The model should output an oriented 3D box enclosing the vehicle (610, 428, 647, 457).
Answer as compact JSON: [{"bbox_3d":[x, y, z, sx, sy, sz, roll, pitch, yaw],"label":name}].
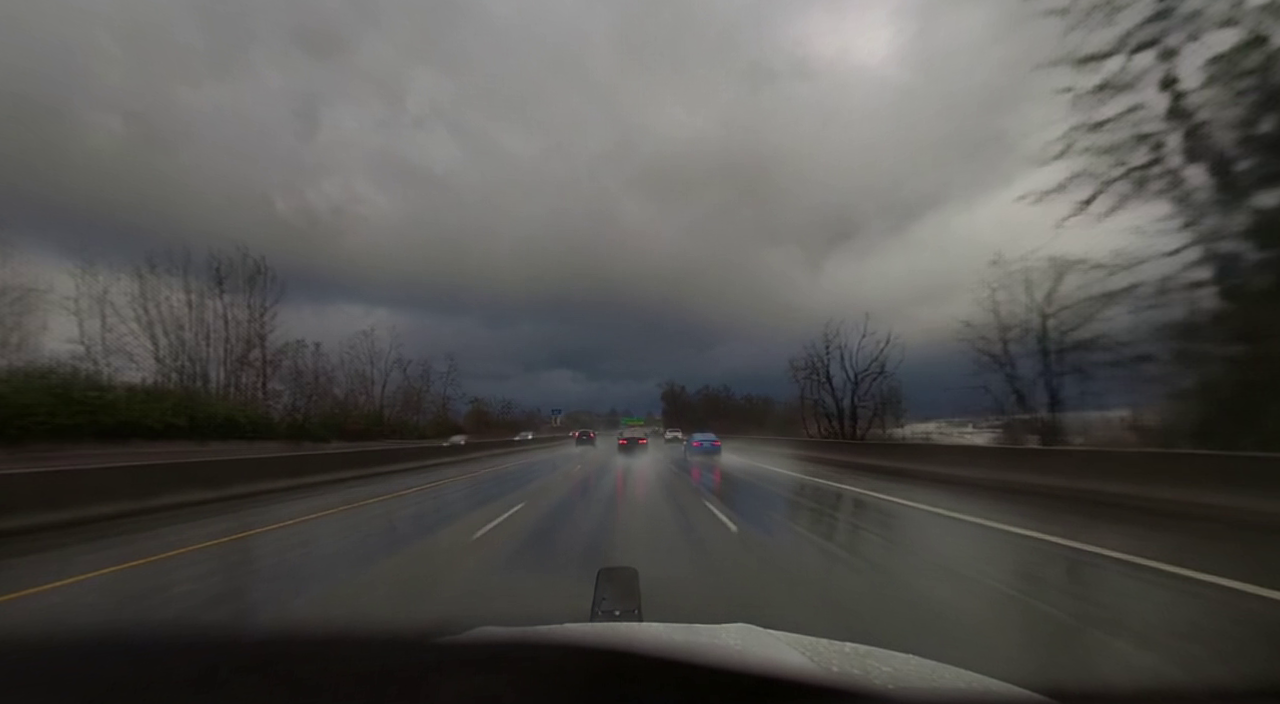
[{"bbox_3d":[-0.706,5.555,38.730,2.182,1.680,4.253,0,-8,-1],"label":"vehicle"}]

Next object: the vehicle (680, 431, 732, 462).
[{"bbox_3d":[3.354,4.879,32.795,2.056,1.479,4.660,0,-8,-2],"label":"vehicle"}]

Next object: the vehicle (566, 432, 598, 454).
[{"bbox_3d":[-4.099,6.497,45.034,2.041,1.546,4.080,0,-8,-1],"label":"vehicle"}]
